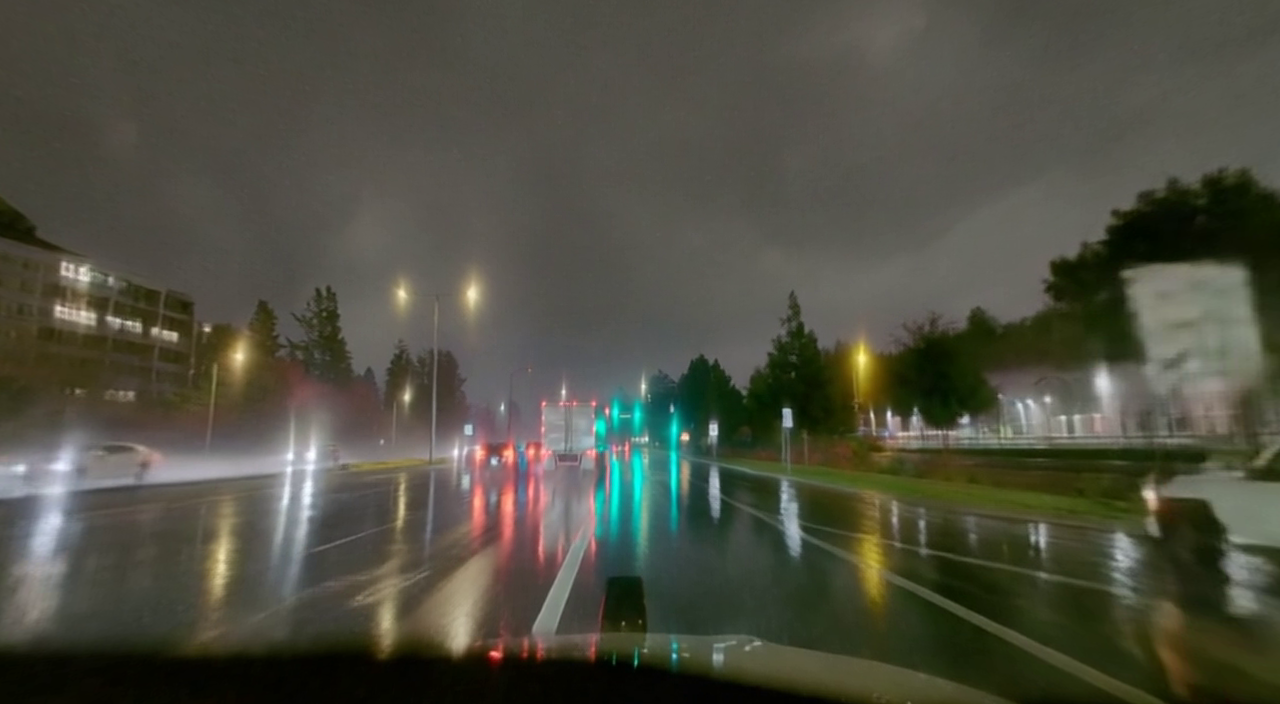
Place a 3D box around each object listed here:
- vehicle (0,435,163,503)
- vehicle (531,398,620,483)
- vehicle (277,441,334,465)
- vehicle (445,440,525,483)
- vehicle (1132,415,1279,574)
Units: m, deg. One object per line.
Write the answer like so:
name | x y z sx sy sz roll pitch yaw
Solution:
vehicle | -15.272 3.001 16.512 2.026 1.523 4.584 0 -9 -4
vehicle | -2.451 3.712 26.235 2.993 3.051 6.692 0 -9 0
vehicle | -25.846 7.826 48.694 1.937 1.706 4.617 0 -9 0
vehicle | -5.787 4.120 23.964 2.023 1.483 4.143 0 -9 -1
vehicle | 8.349 1.466 6.339 2.140 1.685 4.720 5 -10 -30
